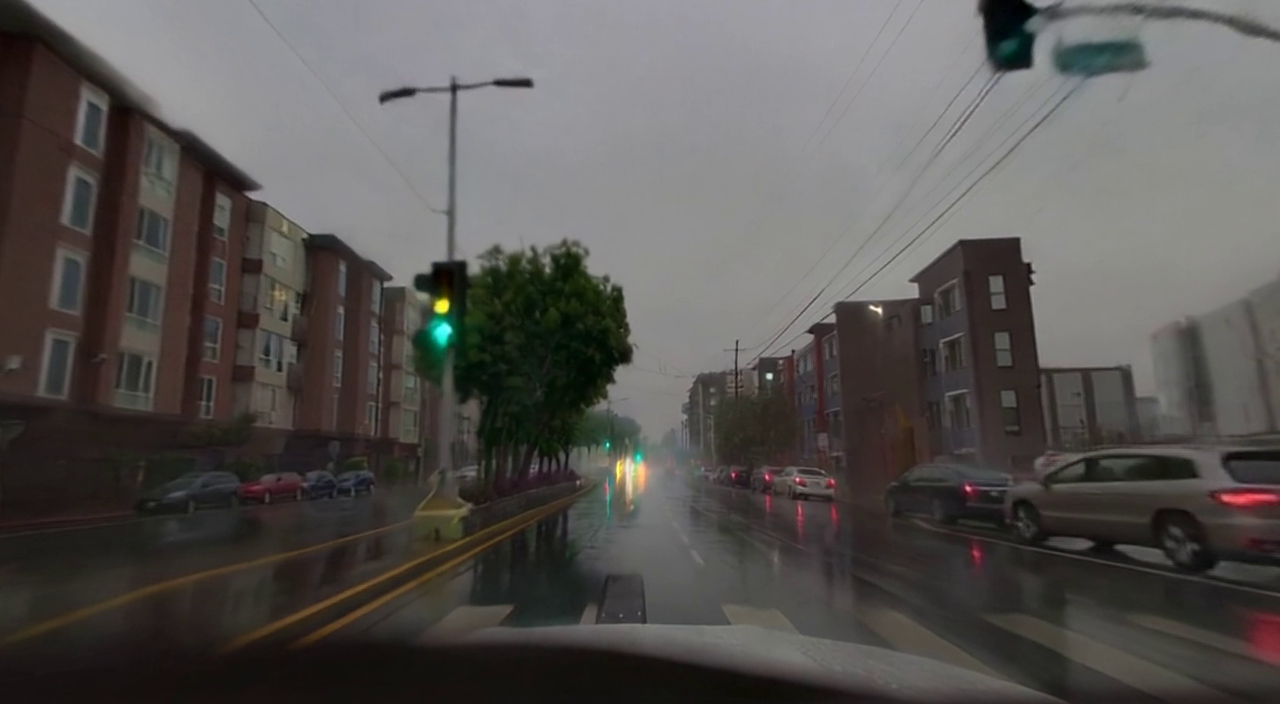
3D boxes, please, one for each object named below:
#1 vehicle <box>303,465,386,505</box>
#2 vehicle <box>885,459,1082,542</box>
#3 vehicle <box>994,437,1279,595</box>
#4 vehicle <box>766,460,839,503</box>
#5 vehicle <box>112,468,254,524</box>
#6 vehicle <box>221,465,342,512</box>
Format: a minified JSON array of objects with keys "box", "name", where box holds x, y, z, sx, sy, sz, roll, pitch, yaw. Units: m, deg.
[{"box":[-14.712,6.614,31.805,2.107,1.771,4.871,0,-9,-4],"name":"vehicle"},{"box":[7.617,3.298,14.699,1.941,1.496,4.656,0,-9,0],"name":"vehicle"},{"box":[7.531,2.147,9.259,1.996,1.704,4.490,0,-9,-1],"name":"vehicle"},{"box":[7.482,6.017,29.660,2.143,1.731,4.781,0,-9,0],"name":"vehicle"},{"box":[-14.717,4.601,20.630,1.879,1.507,3.745,0,-9,-2],"name":"vehicle"},{"box":[-14.787,5.640,26.479,2.124,1.626,4.908,0,-9,1],"name":"vehicle"}]
